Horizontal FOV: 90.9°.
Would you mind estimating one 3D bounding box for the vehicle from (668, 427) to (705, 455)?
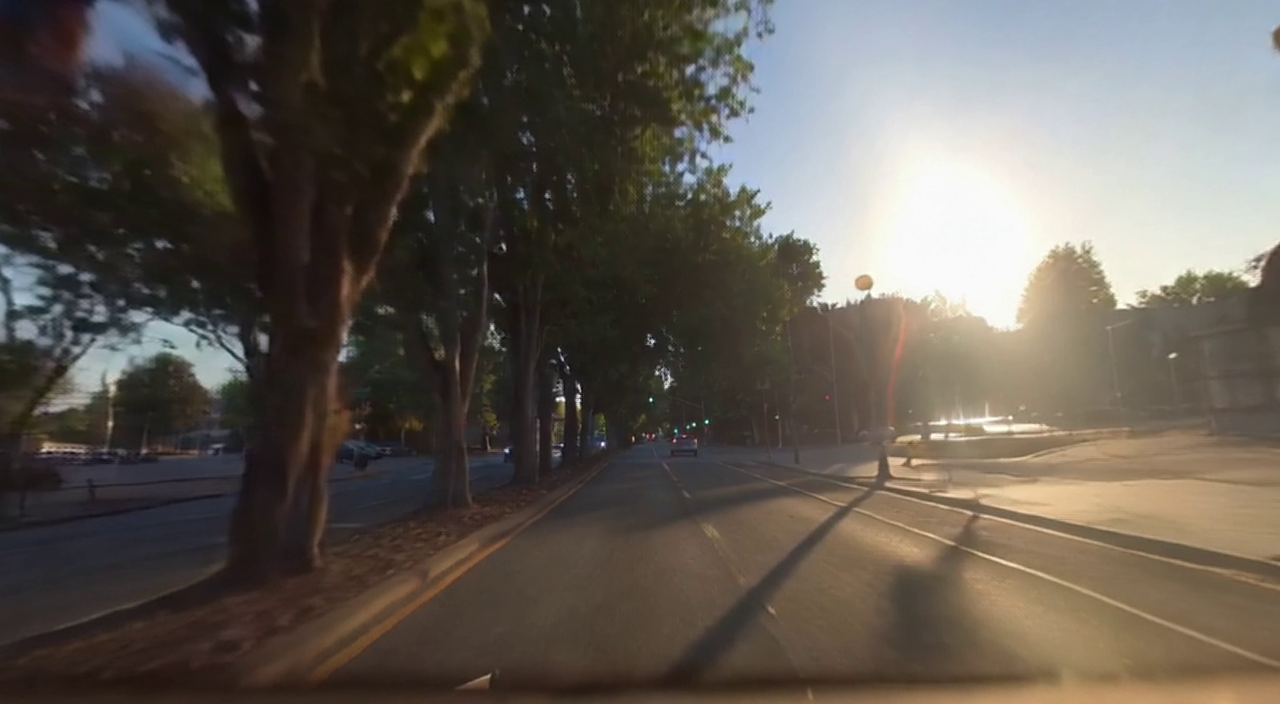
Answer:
[{"bbox_3d":[3.054,5.965,42.390,2.129,1.719,4.205,0,-7,0],"label":"vehicle"}]

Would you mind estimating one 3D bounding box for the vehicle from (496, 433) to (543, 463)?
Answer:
[{"bbox_3d":[-7.507,5.995,39.713,1.962,1.807,4.541,0,-7,1],"label":"vehicle"}]

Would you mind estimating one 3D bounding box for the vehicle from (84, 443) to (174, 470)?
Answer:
[{"bbox_3d":[-37.297,7.610,46.088,4.673,1.771,2.118,1,-9,2],"label":"vehicle"}]

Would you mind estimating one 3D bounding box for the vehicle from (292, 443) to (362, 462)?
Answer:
[{"bbox_3d":[-24.489,7.851,49.419,4.359,1.457,2.043,0,-7,2],"label":"vehicle"}]

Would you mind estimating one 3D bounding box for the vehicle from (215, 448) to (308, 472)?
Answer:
[{"bbox_3d":[-24.901,7.108,41.569,4.815,1.469,2.056,0,-7,1],"label":"vehicle"}]

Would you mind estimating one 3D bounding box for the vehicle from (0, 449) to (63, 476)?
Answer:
[{"bbox_3d":[-41.829,7.377,41.978,4.687,1.625,2.096,-2,-6,1],"label":"vehicle"}]
